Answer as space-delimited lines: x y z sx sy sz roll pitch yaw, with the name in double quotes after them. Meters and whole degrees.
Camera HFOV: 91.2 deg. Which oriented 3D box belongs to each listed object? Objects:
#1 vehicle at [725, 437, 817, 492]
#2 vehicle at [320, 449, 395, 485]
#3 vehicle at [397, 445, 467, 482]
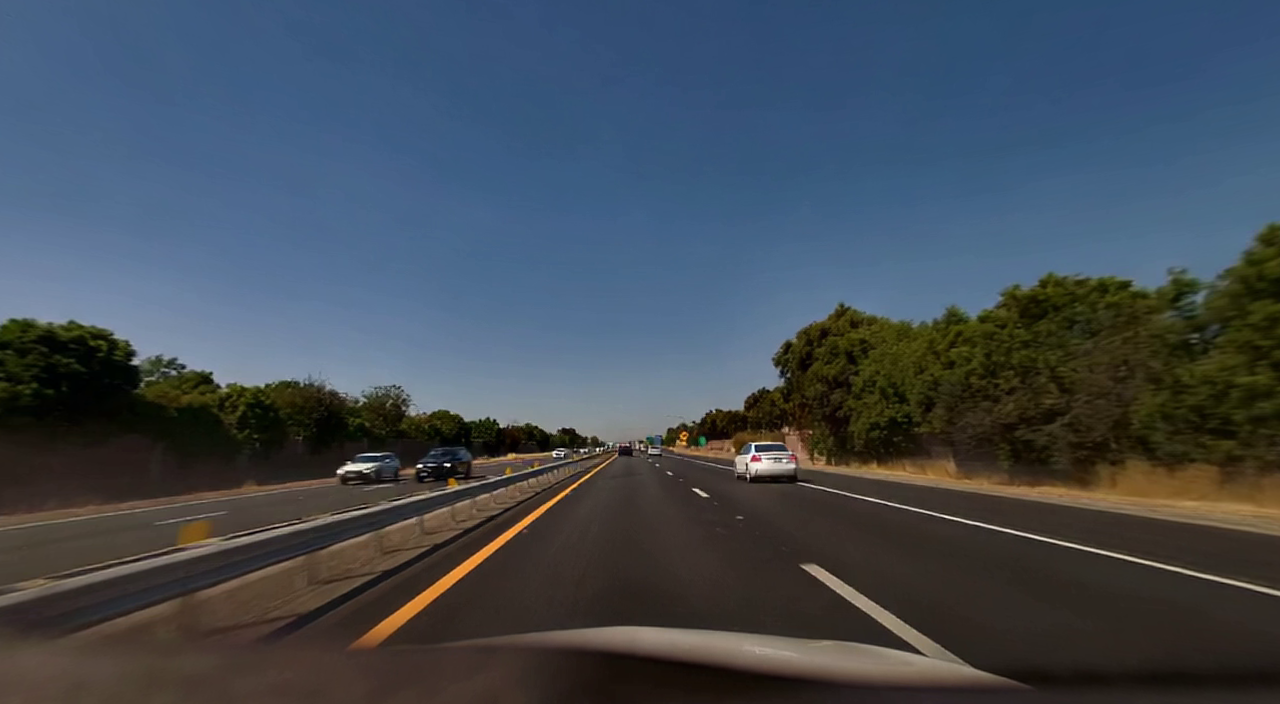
4.054 3.555 20.099 2.001 1.555 4.098 0 -9 0 "vehicle"
-14.096 5.741 31.604 1.966 1.626 4.331 0 -9 -3 "vehicle"
-9.953 5.361 30.401 1.989 1.630 4.358 0 -9 -1 "vehicle"
